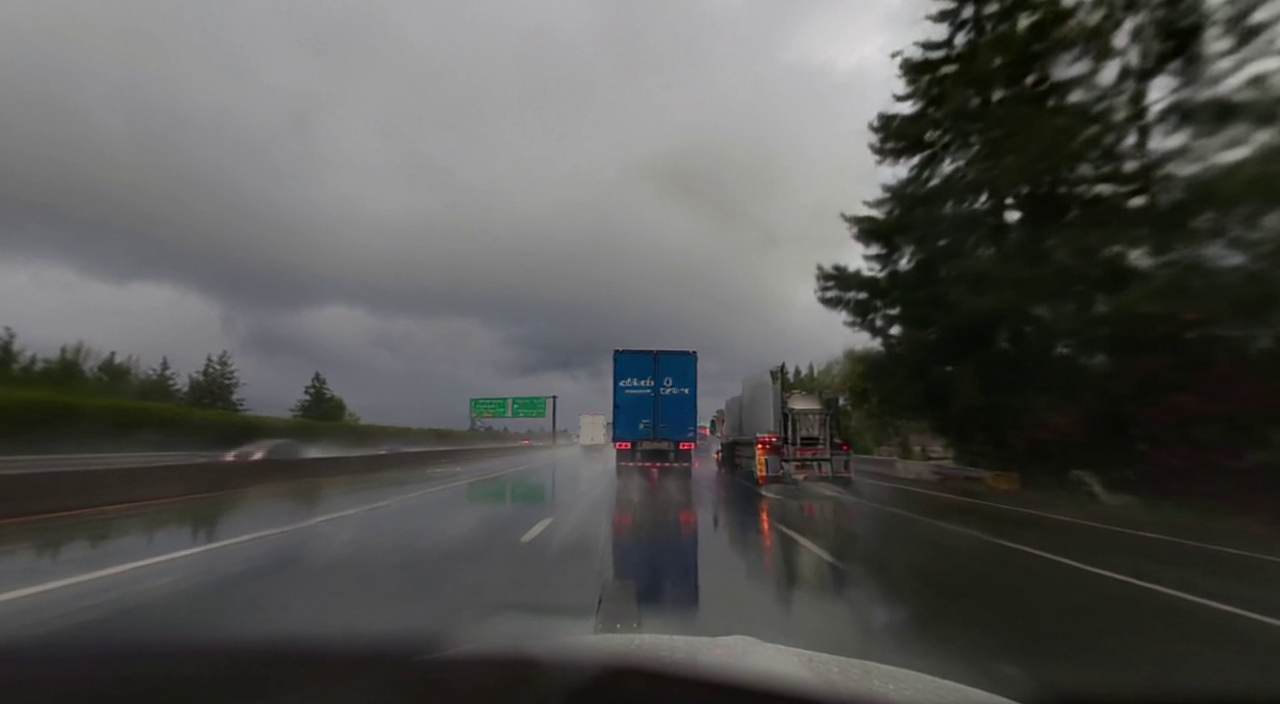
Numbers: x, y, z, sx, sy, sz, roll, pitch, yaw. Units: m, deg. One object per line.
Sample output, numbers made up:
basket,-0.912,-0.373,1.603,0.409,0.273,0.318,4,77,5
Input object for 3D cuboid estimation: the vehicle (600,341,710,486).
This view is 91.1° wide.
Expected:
vehicle,0.362,2.290,21.861,2.920,3.860,10.035,0,-8,0

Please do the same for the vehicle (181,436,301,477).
vehicle,-16.735,4.373,26.668,2.327,1.597,4.211,0,-8,0
